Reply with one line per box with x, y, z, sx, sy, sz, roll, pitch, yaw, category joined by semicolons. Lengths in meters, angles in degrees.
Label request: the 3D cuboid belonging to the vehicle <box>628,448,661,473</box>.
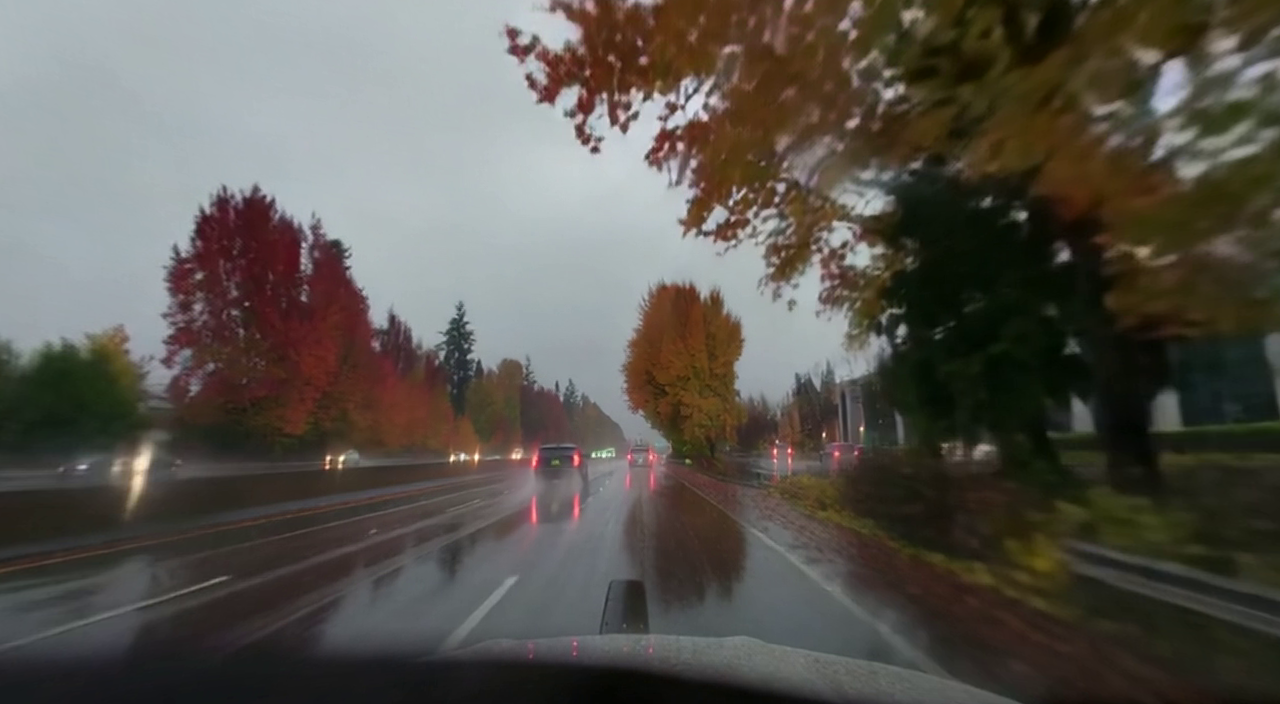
0.262;6.962;40.632;2.040;1.493;3.682;0;-8;-1;vehicle

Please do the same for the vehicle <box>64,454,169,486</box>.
-34.184;7.689;41.396;1.864;1.798;5.882;0;-8;-1;vehicle

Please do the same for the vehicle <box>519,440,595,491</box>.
-2.993;4.193;23.613;2.197;1.709;4.069;0;-8;1;vehicle
